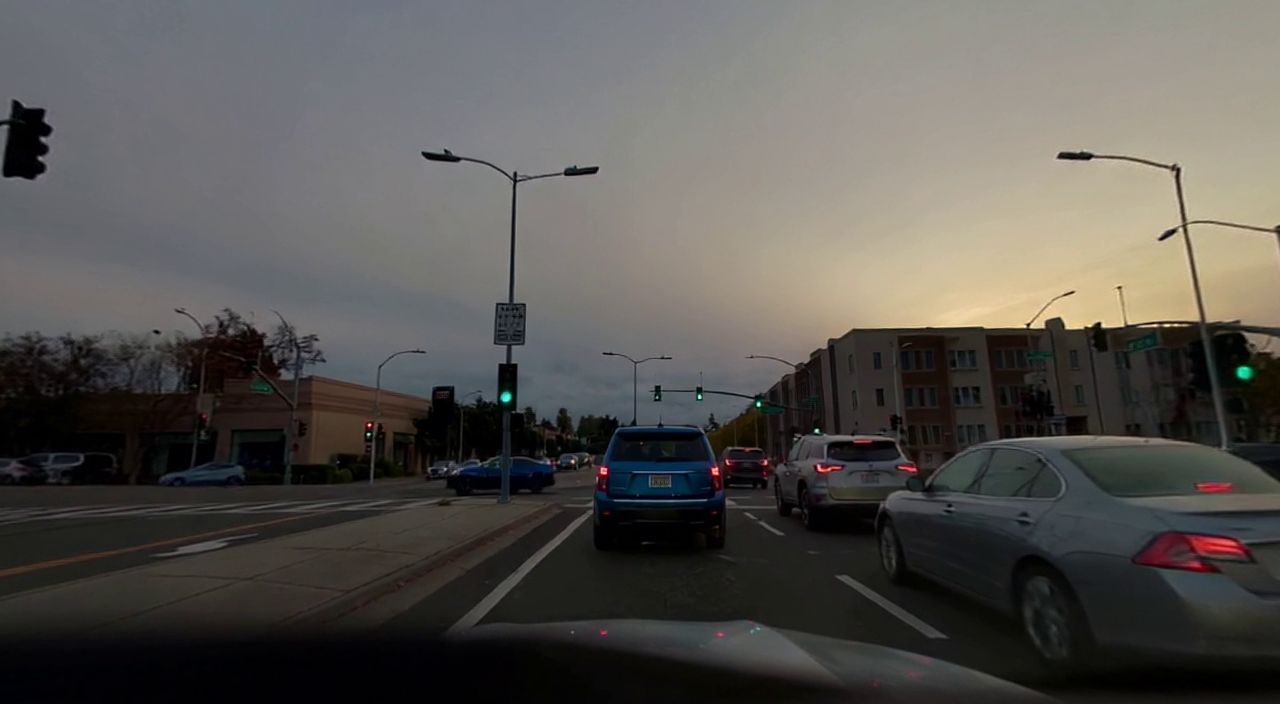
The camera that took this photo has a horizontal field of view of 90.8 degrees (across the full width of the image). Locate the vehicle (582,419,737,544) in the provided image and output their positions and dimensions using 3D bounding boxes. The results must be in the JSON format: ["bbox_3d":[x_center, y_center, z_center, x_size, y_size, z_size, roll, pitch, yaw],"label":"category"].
[{"bbox_3d":[0.268,2.267,11.675,2.292,1.840,4.394,0,-9,0],"label":"vehicle"}]

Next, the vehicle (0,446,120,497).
[{"bbox_3d":[-24.975,4.875,26.004,5.062,1.946,2.243,0,-9,0],"label":"vehicle"}]

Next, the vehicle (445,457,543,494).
[{"bbox_3d":[-6.283,5.228,26.911,4.447,1.430,1.885,-10,-14,43],"label":"vehicle"}]

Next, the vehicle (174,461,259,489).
[{"bbox_3d":[-25.691,7.458,38.454,3.981,1.477,1.872,4,-10,-26],"label":"vehicle"}]

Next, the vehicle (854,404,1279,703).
[{"bbox_3d":[3.434,1.326,4.965,2.056,1.516,4.776,-1,-9,3],"label":"vehicle"}]
